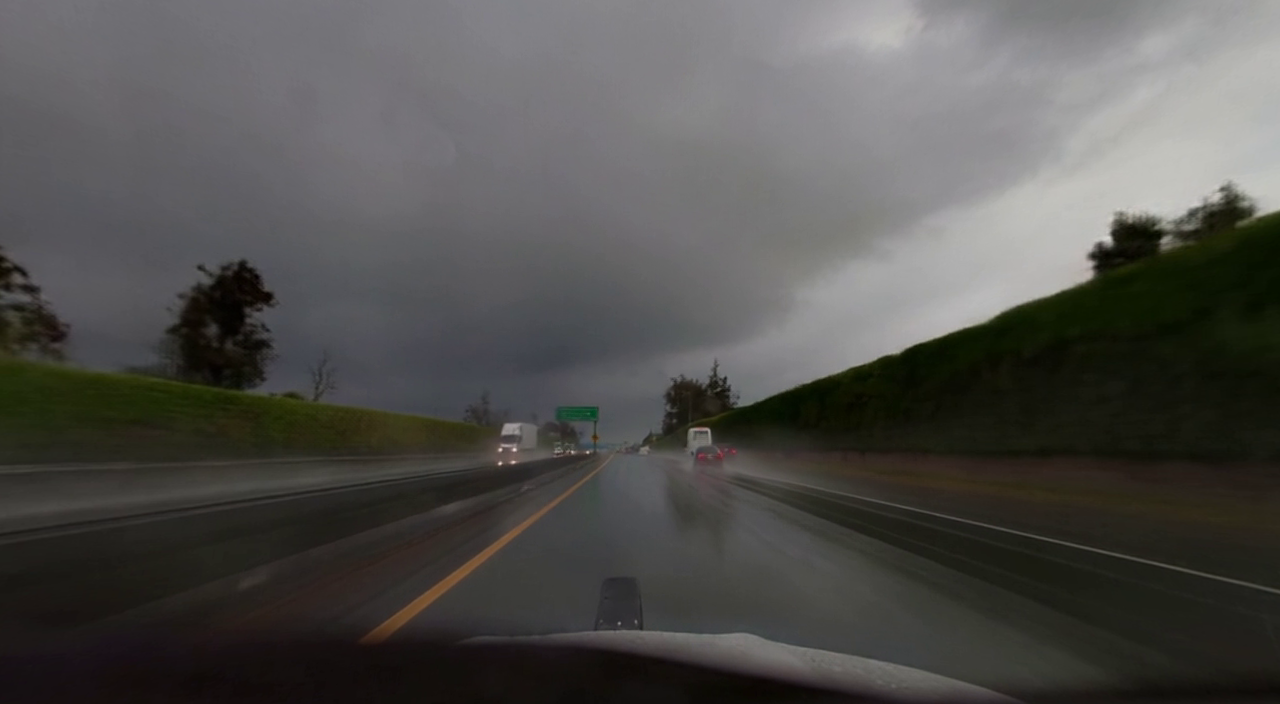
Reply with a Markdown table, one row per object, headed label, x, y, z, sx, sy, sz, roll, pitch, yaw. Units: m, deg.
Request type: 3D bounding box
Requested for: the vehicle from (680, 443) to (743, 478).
| label | x | y | z | sx | sy | sz | roll | pitch | yaw |
| --- | --- | --- | --- | --- | --- | --- | --- | --- | --- |
| vehicle | 3.274 | 5.080 | 29.612 | 2.244 | 1.498 | 4.338 | 0 | -9 | -3 |
